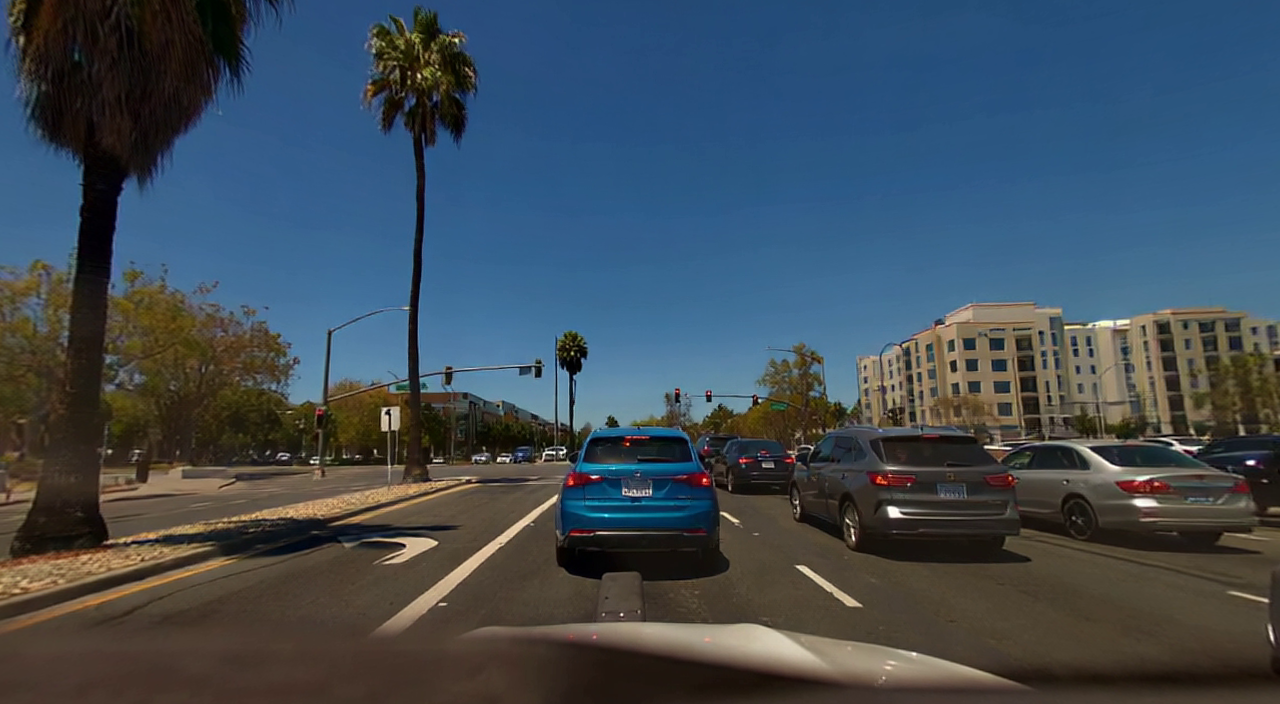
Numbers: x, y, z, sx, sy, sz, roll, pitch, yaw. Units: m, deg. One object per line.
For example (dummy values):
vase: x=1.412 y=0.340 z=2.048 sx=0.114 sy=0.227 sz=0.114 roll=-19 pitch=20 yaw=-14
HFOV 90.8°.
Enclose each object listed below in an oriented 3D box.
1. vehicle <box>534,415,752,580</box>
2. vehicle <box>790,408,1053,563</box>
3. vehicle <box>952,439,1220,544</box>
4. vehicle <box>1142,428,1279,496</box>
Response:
vehicle: x=0.027 y=1.707 z=8.139 sx=2.083 sy=1.572 sz=4.021 roll=0 pitch=-9 yaw=0
vehicle: x=3.665 y=1.820 z=9.254 sx=1.947 sy=1.725 sz=4.159 roll=0 pitch=-9 yaw=1
vehicle: x=7.361 y=2.299 z=11.059 sx=1.832 sy=1.477 sz=3.981 roll=0 pitch=-9 yaw=1
vehicle: x=18.034 y=3.205 z=18.521 sx=4.786 sy=1.848 sz=2.107 roll=0 pitch=-9 yaw=-1
